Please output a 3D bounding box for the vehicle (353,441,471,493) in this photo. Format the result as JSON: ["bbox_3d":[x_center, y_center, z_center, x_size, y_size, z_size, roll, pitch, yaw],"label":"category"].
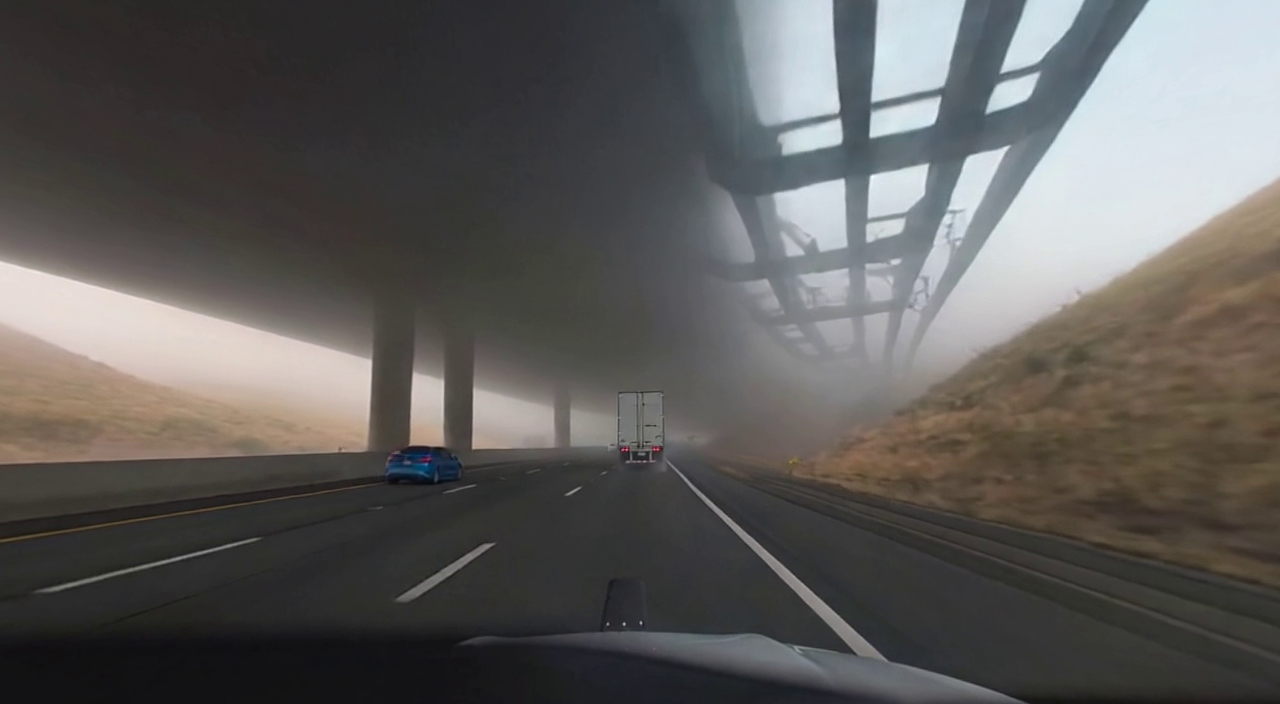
[{"bbox_3d":[-7.231,3.681,20.606,2.078,1.496,4.563,0,-8,1],"label":"vehicle"}]

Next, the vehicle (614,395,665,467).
[{"bbox_3d":[0.060,5.297,41.323,2.866,4.014,11.261,0,-8,1],"label":"vehicle"}]
